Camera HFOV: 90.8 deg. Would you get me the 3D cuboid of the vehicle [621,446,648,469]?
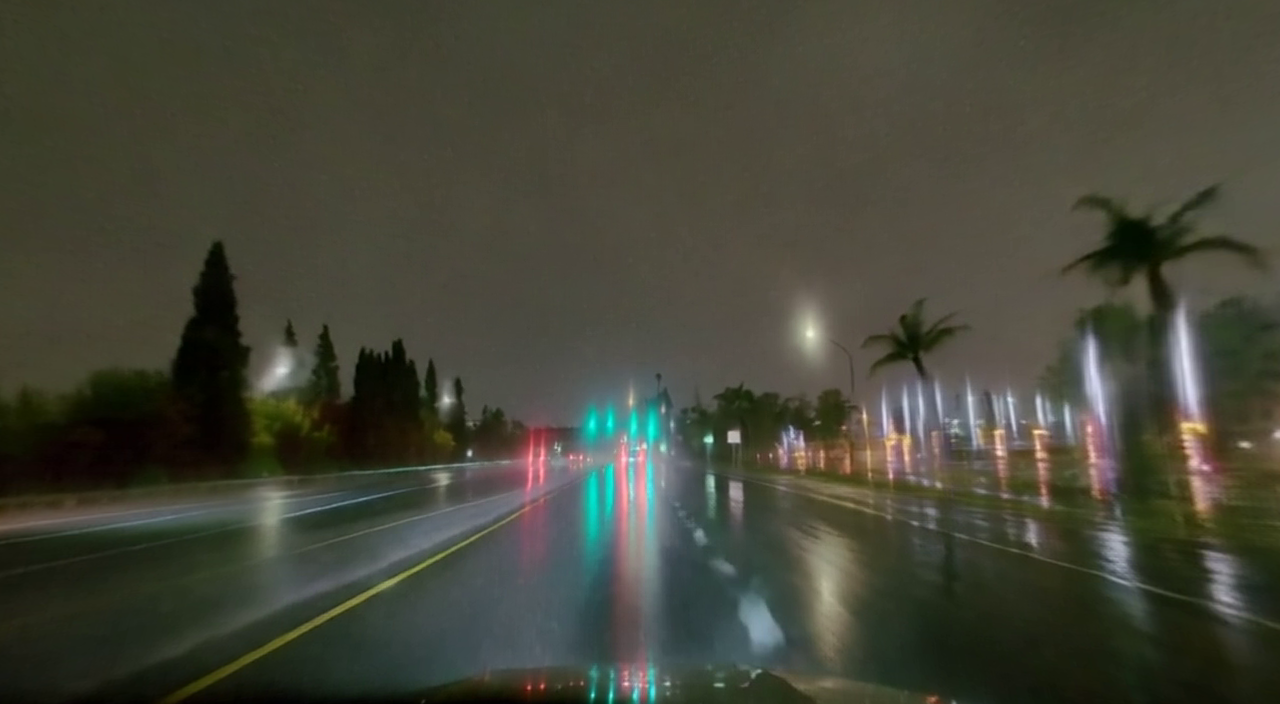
[{"bbox_3d":[-0.475,8.138,48.944,2.001,1.688,4.128,0,-8,-2],"label":"vehicle"}]
